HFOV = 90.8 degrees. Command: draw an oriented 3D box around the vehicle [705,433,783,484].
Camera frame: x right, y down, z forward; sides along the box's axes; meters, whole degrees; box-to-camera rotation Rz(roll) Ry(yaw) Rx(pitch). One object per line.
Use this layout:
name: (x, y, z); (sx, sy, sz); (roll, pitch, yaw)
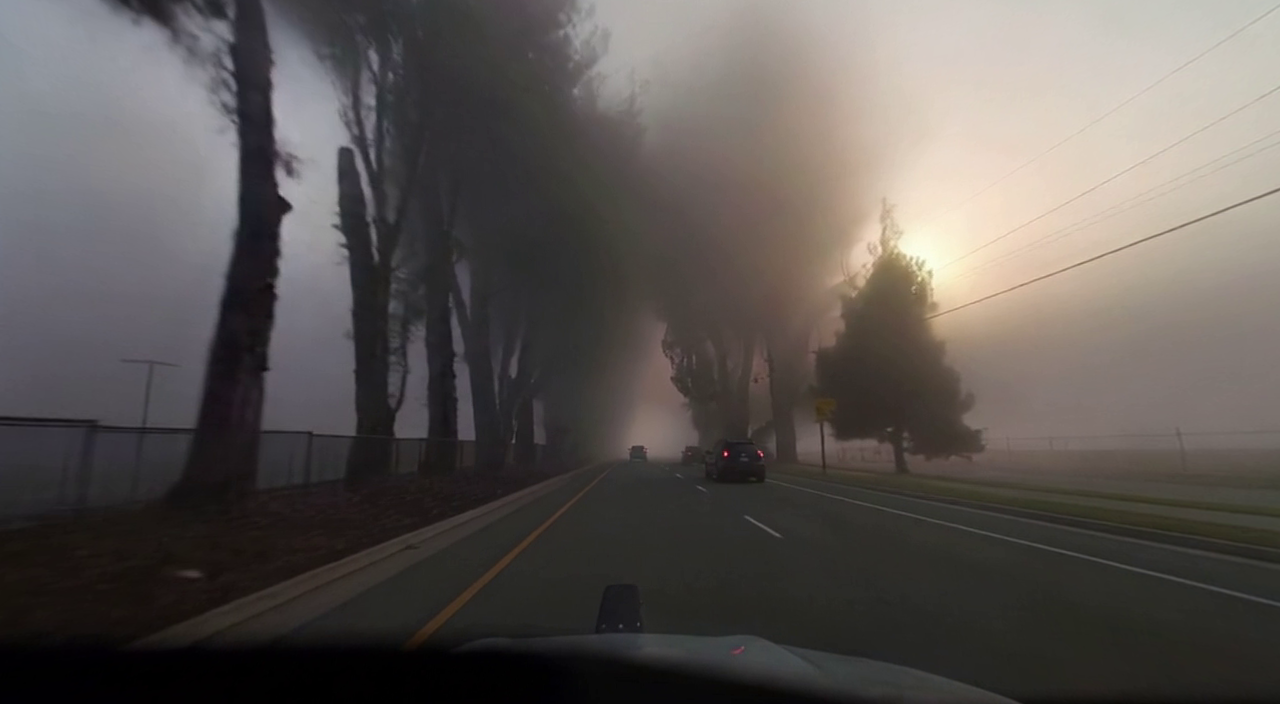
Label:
vehicle: (3.950, 4.145, 24.891); (2.112, 1.825, 4.574); (0, -9, -2)

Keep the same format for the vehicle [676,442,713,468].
vehicle: (3.688, 7.080, 43.500); (2.012, 1.653, 4.115); (0, -9, -2)
